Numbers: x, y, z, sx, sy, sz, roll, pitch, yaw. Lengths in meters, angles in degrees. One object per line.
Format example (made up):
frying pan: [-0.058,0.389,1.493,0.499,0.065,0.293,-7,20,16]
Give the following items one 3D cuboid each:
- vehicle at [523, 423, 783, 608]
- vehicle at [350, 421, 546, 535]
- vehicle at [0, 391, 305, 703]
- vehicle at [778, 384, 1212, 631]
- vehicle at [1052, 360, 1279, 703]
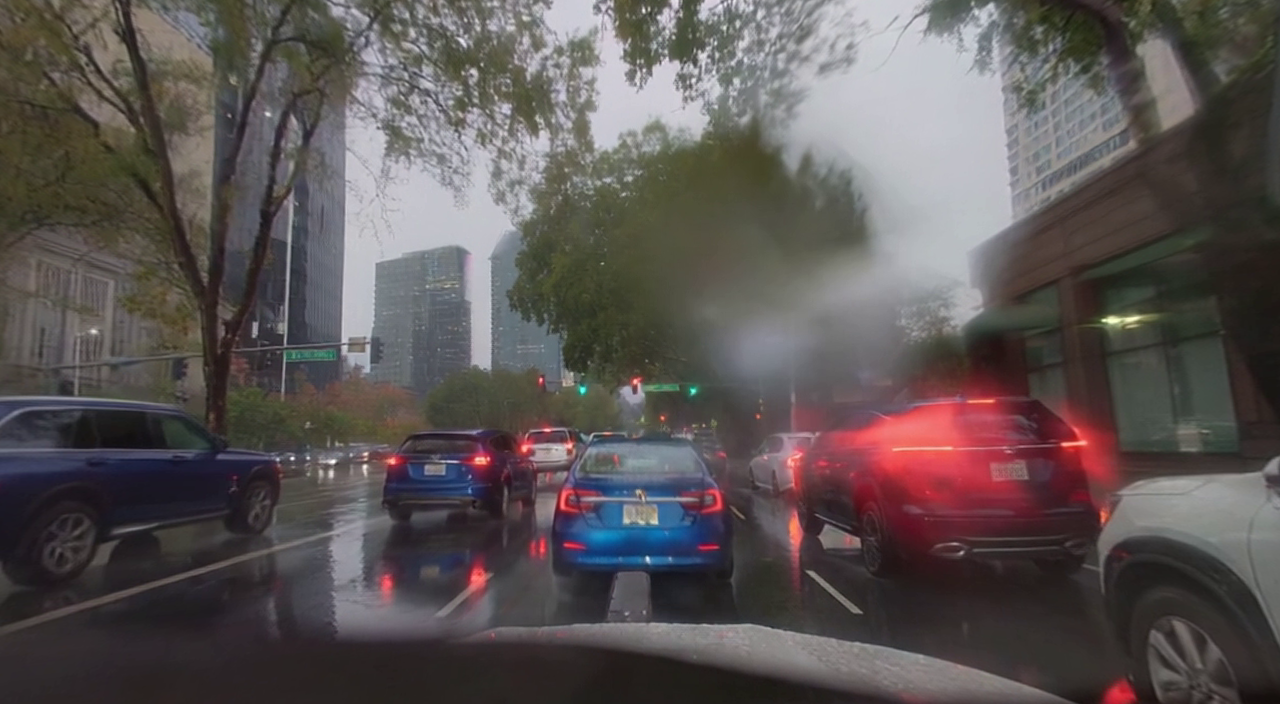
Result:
vehicle: [0.094,1.656,7.270,2.147,1.507,3.953,0,-8,0]
vehicle: [-3.306,2.282,12.028,2.168,1.719,4.561,-1,-8,2]
vehicle: [-3.359,0.845,1.827,2.144,1.505,4.635,-1,-9,1]
vehicle: [3.071,1.451,6.838,2.108,1.785,4.334,0,-9,-1]
vehicle: [2.878,0.595,0.452,2.051,1.548,4.532,0,-8,0]
